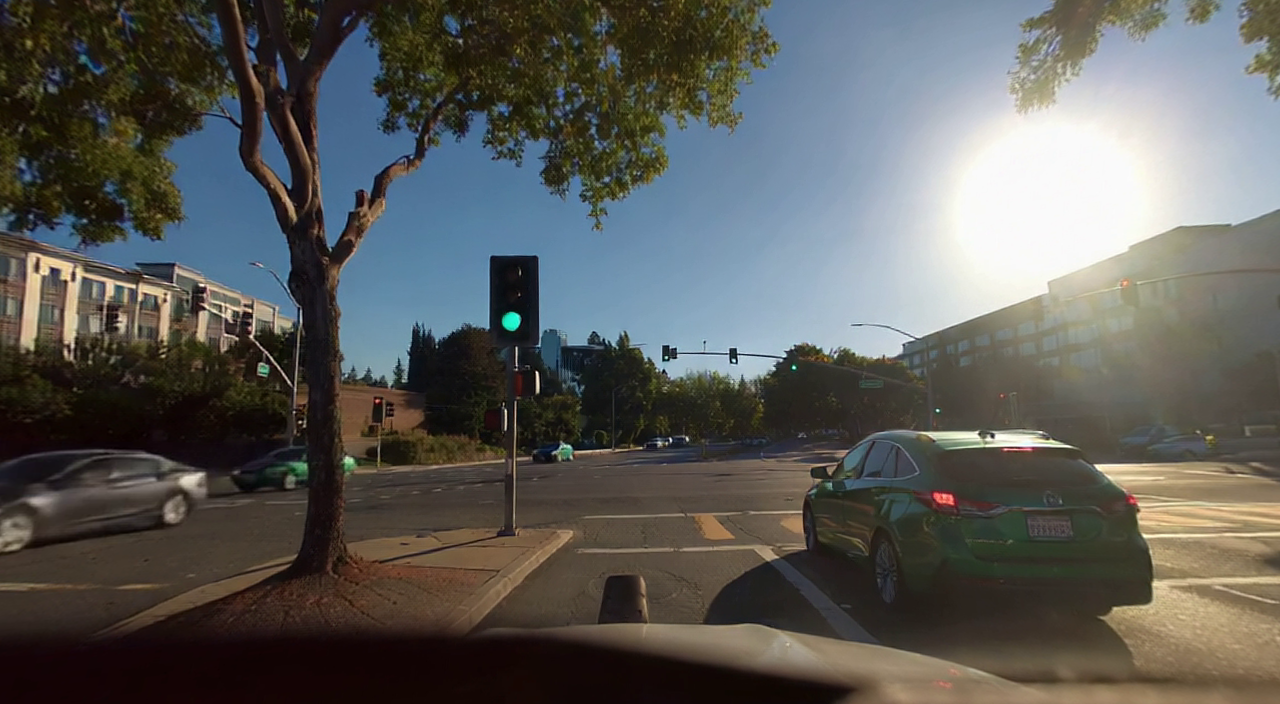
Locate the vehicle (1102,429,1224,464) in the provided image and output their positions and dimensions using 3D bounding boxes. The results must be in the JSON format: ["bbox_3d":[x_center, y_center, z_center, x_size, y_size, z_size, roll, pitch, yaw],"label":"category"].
[{"bbox_3d":[25.934,4.685,31.358,4.441,1.674,2.035,1,-8,-8],"label":"vehicle"}]

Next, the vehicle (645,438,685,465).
[{"bbox_3d":[1.755,6.777,43.255,2.197,1.739,4.177,-2,-8,10],"label":"vehicle"}]

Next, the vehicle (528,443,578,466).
[{"bbox_3d":[-5.769,6.859,42.448,2.002,1.483,4.696,-2,-8,9],"label":"vehicle"}]

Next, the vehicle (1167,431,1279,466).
[{"bbox_3d":[26.304,4.242,27.879,4.644,1.470,1.922,1,-8,-10],"label":"vehicle"}]

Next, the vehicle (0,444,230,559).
[{"bbox_3d":[-8.985,2.245,10.261,1.877,1.481,3.853,-1,-8,3],"label":"vehicle"}]

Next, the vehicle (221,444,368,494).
[{"bbox_3d":[-11.782,3.975,22.002,2.046,1.515,4.852,-1,-8,5],"label":"vehicle"}]
